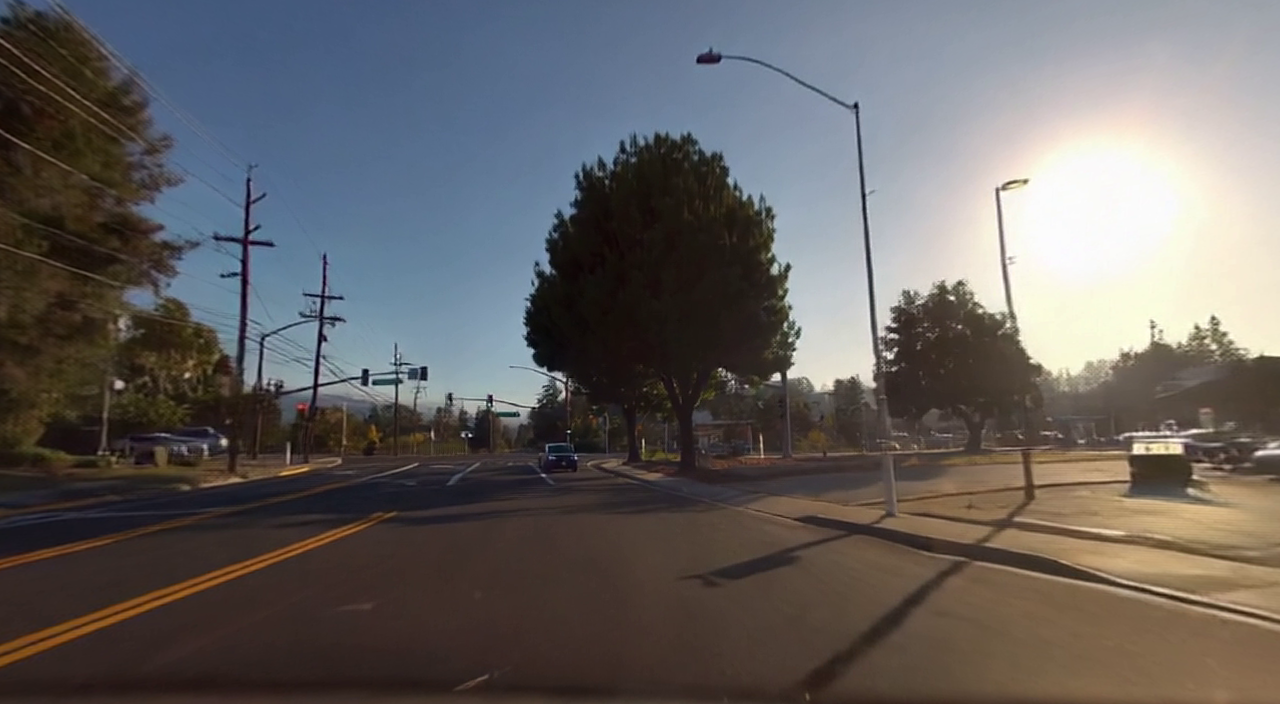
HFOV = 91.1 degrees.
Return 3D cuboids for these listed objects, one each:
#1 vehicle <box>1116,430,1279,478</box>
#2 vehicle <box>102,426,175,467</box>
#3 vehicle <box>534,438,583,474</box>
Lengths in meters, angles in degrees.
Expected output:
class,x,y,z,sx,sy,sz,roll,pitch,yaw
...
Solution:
class,x,y,z,sx,sy,sz,roll,pitch,yaw
vehicle,18.961,3.398,21.023,4.677,1.494,1.960,1,-9,-9
vehicle,-32.267,6.122,40.456,2.427,2.514,2.560,-4,-10,21
vehicle,-4.737,5.914,35.937,2.300,1.868,4.690,2,-9,-13
